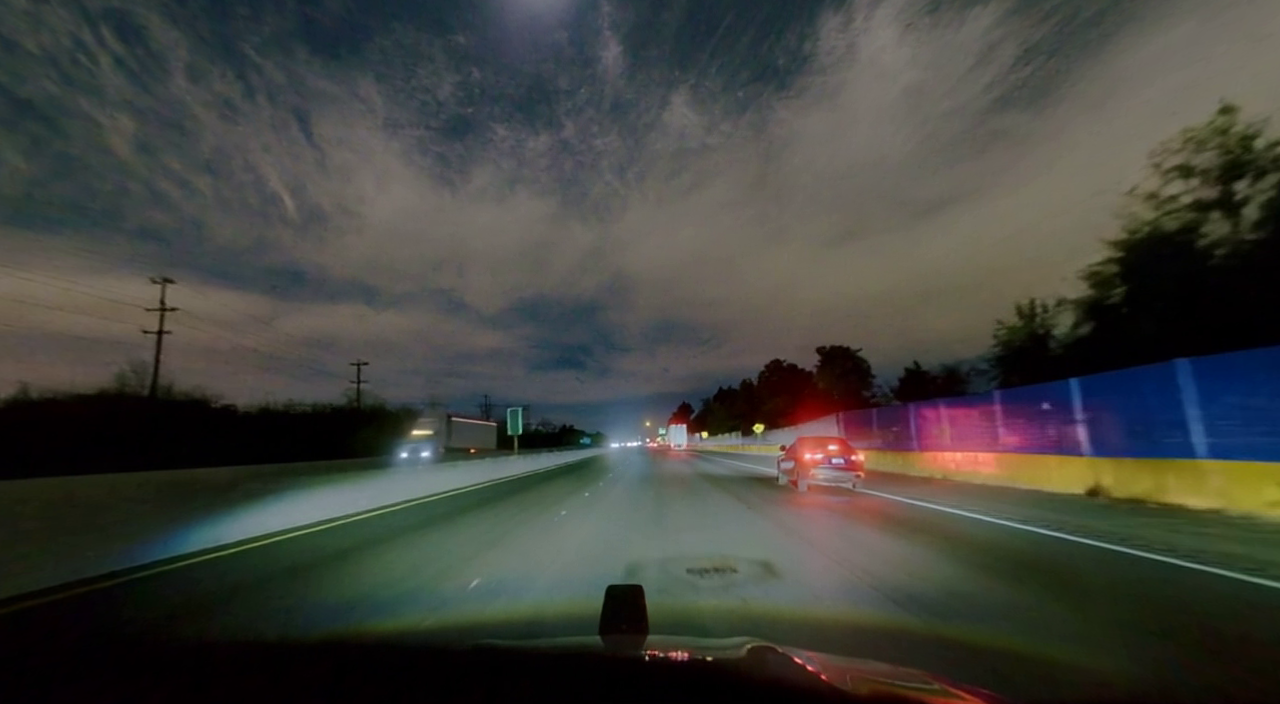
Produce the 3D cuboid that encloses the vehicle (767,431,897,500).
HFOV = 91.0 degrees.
[{"bbox_3d":[4.651,2.792,15.913,1.991,1.494,3.951,0,-8,0],"label":"vehicle"}]
